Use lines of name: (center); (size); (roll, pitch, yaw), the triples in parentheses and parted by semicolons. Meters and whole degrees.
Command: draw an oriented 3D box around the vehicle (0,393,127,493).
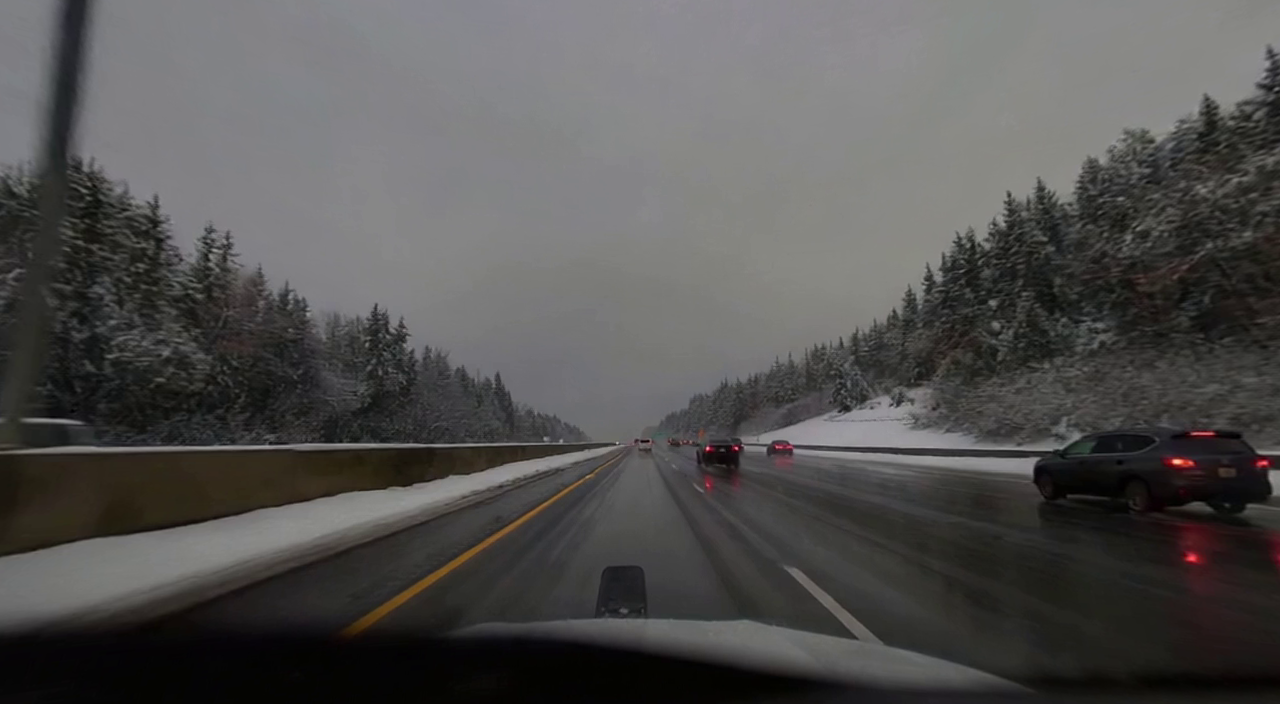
vehicle: (-11.106, 1.485, 10.280); (1.884, 1.582, 4.175); (0, -8, 1)

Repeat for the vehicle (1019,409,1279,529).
vehicle: (10.303, 2.191, 12.474); (2.062, 1.809, 5.679); (0, -8, 0)

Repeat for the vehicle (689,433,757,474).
vehicle: (3.542, 4.457, 27.793); (2.326, 1.644, 4.206); (0, -8, -1)

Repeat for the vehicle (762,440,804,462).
vehicle: (10.532, 7.327, 46.767); (1.970, 1.479, 4.480); (0, -8, -1)
